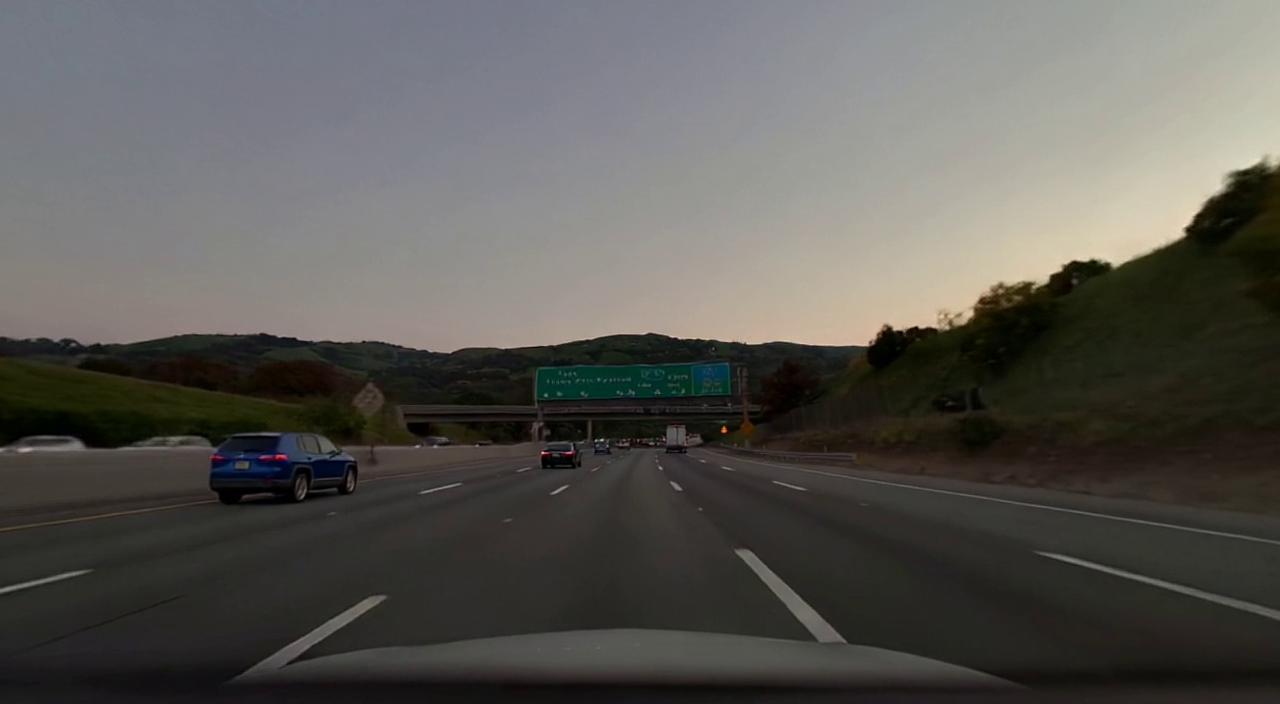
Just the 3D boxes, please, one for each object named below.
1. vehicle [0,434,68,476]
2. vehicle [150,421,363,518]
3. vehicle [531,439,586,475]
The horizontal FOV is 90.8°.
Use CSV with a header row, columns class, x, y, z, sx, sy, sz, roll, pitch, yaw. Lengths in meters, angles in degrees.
class,x,y,z,sx,sy,sz,roll,pitch,yaw
vehicle,-48.810,7.921,48.667,3.144,3.009,6.492,0,-9,1
vehicle,-7.733,2.403,13.339,1.860,1.694,4.173,0,-9,0
vehicle,-3.706,4.849,29.373,1.925,1.509,4.363,0,-9,1
